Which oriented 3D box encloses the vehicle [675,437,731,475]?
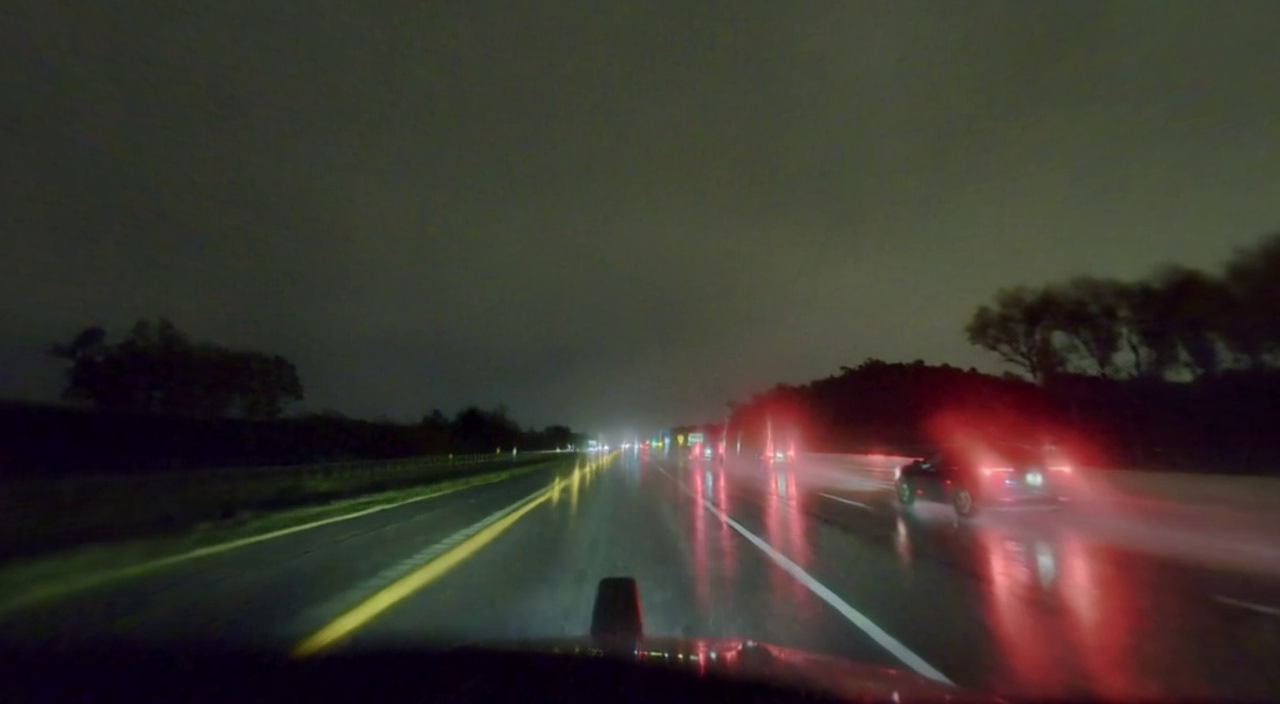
[{"bbox_3d":[3.104,5.271,32.218,2.141,1.785,4.778,0,-8,-2],"label":"vehicle"}]

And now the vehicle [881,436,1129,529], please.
[{"bbox_3d":[6.980,2.513,12.931,2.046,1.509,4.929,0,-8,-2],"label":"vehicle"}]
